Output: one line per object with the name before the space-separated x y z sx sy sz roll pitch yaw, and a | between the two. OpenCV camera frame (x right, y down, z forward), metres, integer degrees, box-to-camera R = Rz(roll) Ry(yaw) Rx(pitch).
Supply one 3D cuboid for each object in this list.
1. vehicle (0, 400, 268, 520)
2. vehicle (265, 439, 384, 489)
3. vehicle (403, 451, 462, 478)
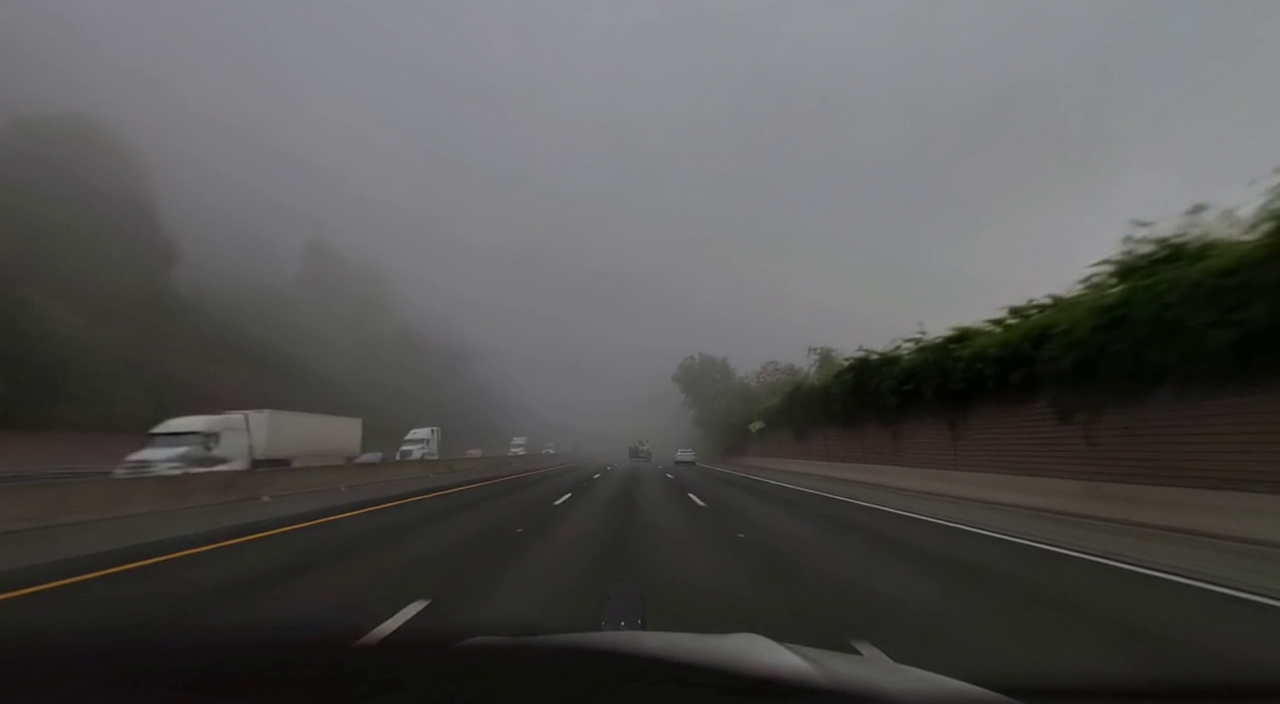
vehicle | -11.660 2.491 14.870 2.282 2.273 5.443 0 -9 1
vehicle | -12.438 4.448 25.324 2.119 1.785 5.129 0 -9 -1
vehicle | -11.801 6.420 36.128 1.917 1.422 4.406 0 -9 0
